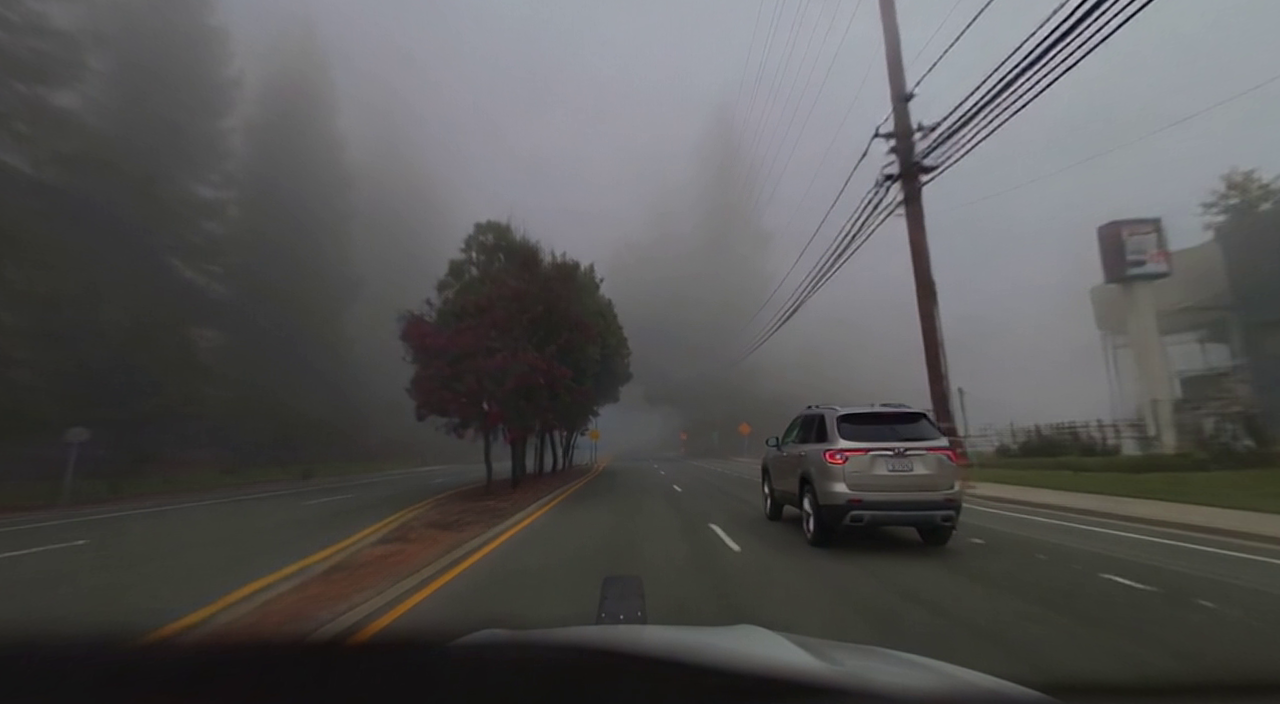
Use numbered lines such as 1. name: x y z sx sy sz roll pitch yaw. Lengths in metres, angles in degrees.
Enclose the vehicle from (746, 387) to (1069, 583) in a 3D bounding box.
1. vehicle: 2.904 1.587 8.324 2.060 1.820 4.713 0 -9 -1
